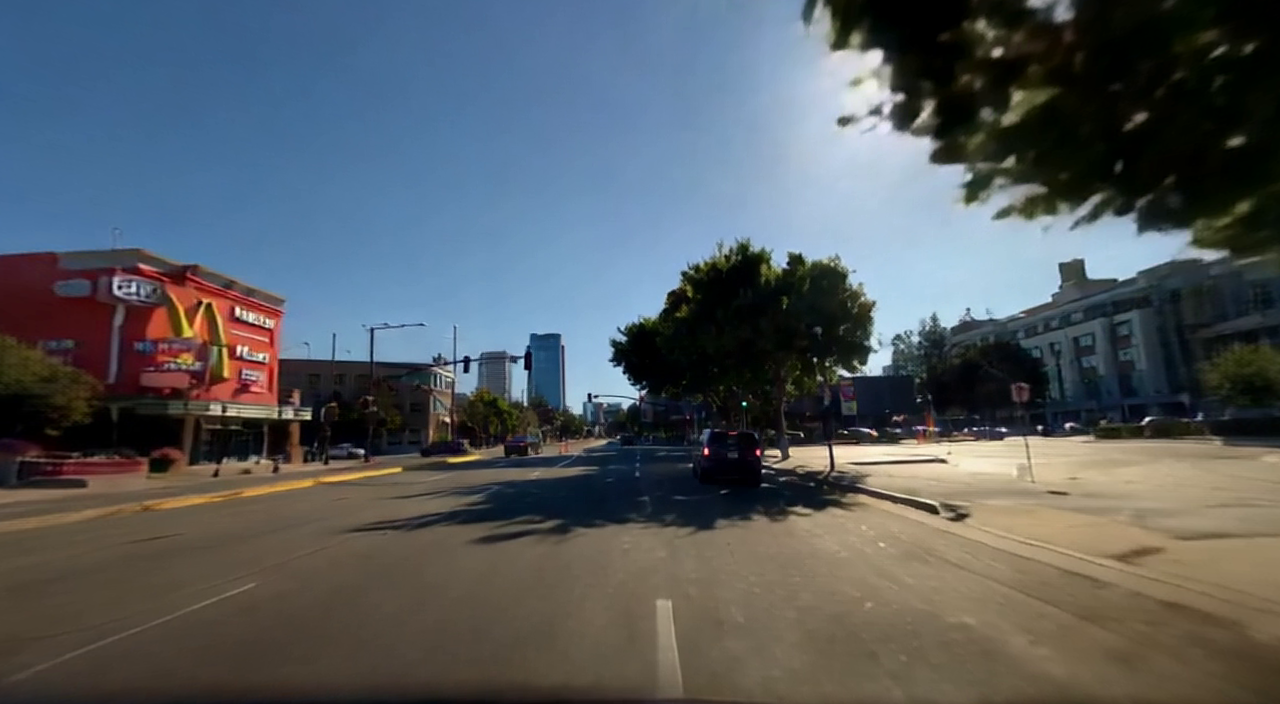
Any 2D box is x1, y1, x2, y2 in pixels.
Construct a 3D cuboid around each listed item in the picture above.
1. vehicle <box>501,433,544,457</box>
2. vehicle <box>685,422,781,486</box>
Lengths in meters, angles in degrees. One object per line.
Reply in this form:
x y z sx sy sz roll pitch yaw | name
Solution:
-7.665 6.148 41.692 1.924 1.458 4.448 0 -8 1 | vehicle
2.633 3.028 18.976 2.230 1.683 4.204 0 -8 0 | vehicle
